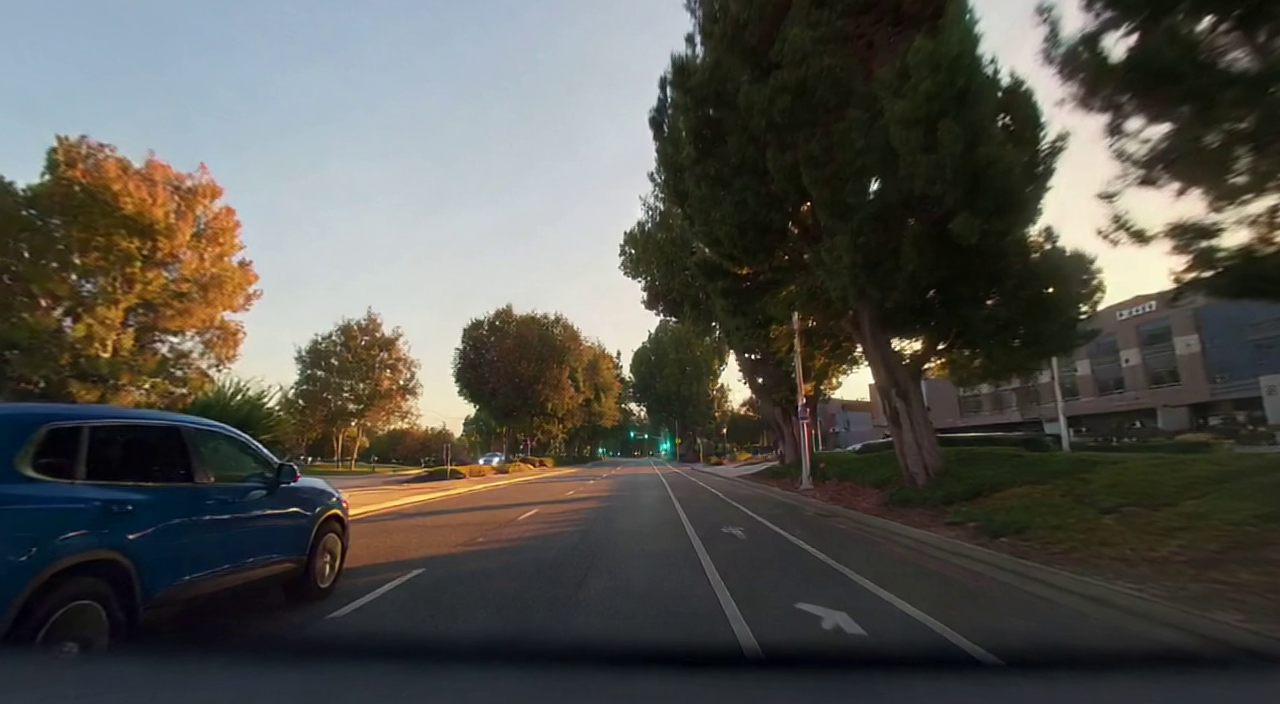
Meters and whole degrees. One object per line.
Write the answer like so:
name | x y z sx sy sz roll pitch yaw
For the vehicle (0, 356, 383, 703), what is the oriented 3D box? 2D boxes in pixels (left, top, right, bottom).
vehicle | -3.661 1.116 4.061 2.121 1.724 4.392 0 -9 0
